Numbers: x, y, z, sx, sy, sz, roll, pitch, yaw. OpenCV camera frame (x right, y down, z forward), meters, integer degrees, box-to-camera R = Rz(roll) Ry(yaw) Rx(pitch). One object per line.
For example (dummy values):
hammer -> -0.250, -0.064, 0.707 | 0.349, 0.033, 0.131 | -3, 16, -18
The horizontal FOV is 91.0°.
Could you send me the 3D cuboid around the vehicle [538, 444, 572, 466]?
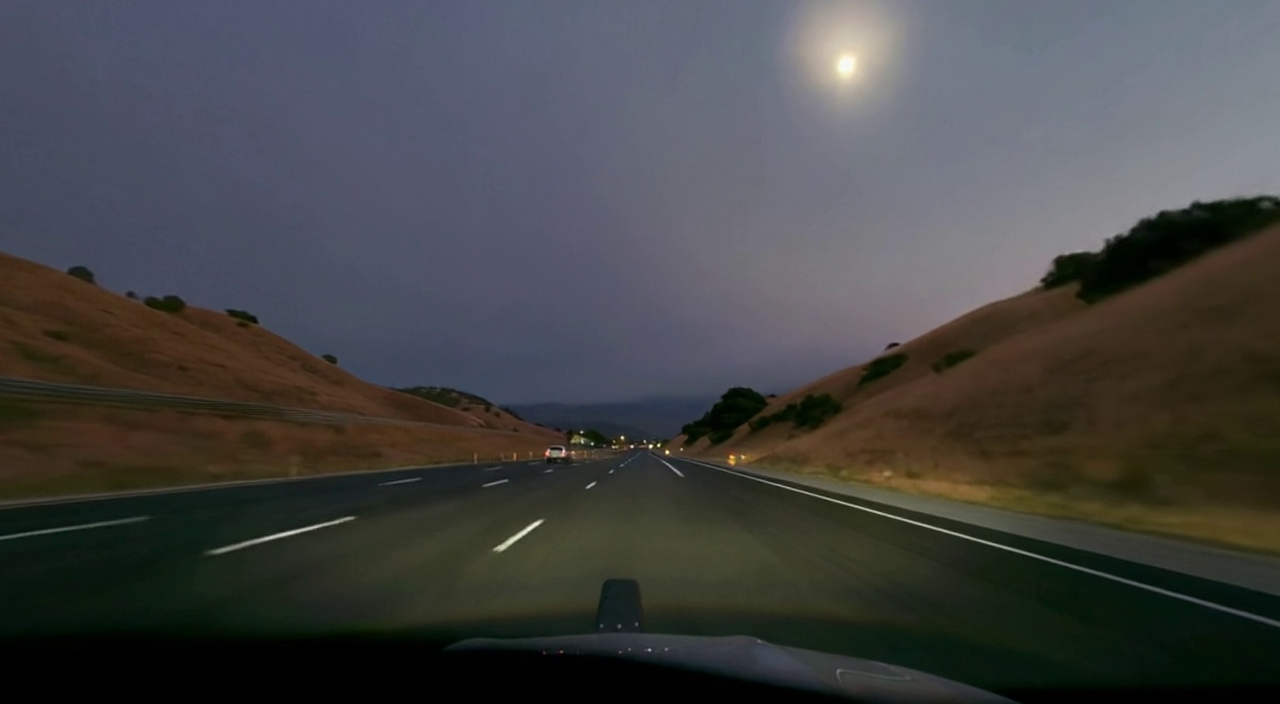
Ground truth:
vehicle -> -6.663, 8.120, 49.738 | 2.042, 1.585, 4.162 | 0, -9, 0
